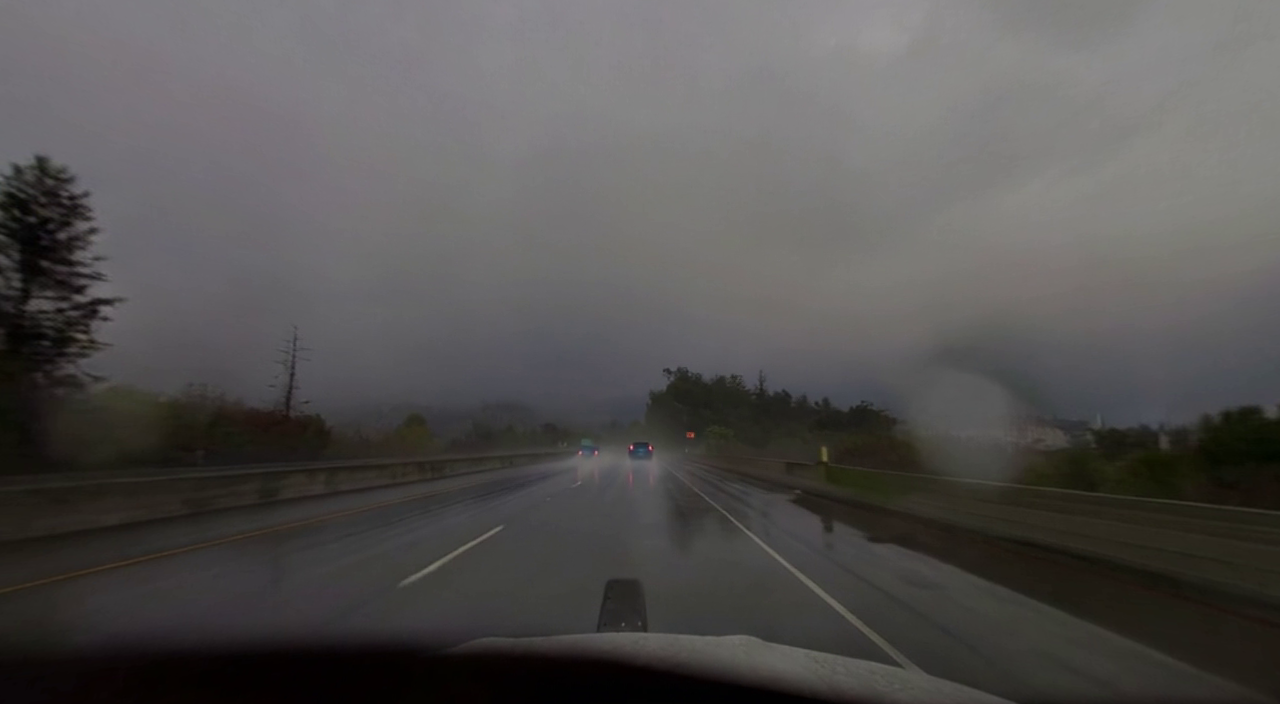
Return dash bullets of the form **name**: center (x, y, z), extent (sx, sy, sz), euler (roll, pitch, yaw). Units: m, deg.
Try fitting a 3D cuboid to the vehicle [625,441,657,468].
- **vehicle**: center (0.051, 7.024, 43.193), extent (2.126, 1.786, 3.958), euler (0, -9, 0)
